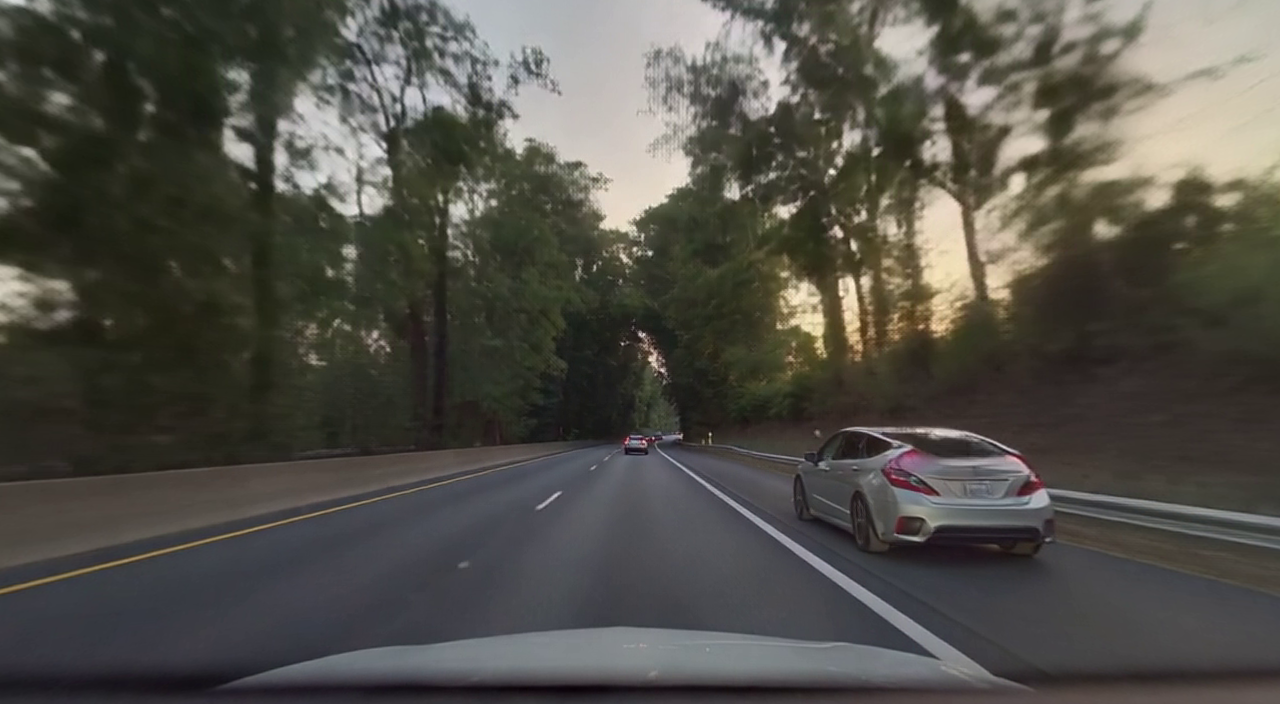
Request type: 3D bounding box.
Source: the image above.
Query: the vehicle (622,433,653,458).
[{"bbox_3d":[-0.182,6.630,44.678,2.094,1.653,4.283,0,-8,-1],"label":"vehicle"}]
